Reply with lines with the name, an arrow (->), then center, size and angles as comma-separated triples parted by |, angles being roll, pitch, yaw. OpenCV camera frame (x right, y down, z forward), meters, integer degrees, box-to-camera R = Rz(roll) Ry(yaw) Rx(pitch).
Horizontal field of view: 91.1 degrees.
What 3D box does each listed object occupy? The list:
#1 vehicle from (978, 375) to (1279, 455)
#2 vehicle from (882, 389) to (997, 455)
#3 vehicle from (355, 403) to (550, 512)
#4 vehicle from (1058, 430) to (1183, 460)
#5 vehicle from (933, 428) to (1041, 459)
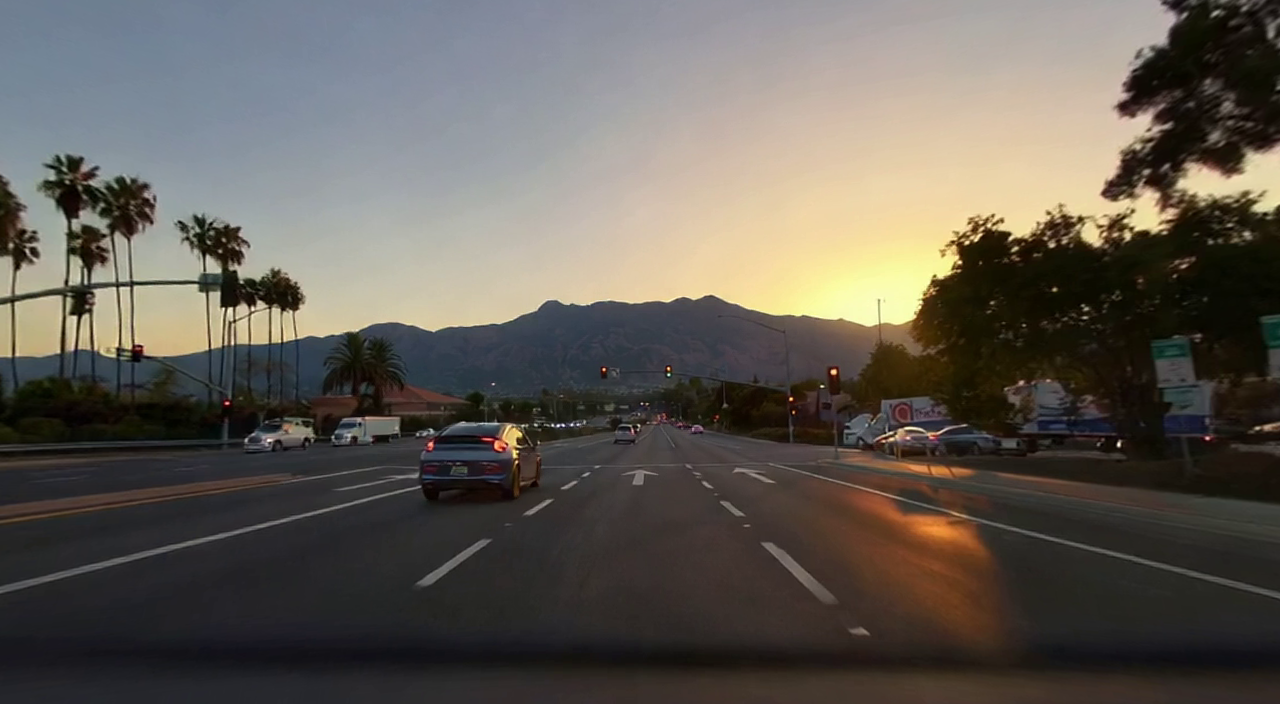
vehicle -> 30.272, 3.951, 38.354 | 16.628, 4.605, 3.321 | -1, -8, 6
vehicle -> 18.487, 4.419, 39.109 | 5.512, 3.865, 3.002 | -1, -10, 5
vehicle -> -3.323, 2.018, 12.331 | 2.287, 1.712, 4.537 | 0, -8, 2
vehicle -> 26.444, 5.152, 34.693 | 4.992, 1.579, 2.193 | 0, -8, 2
vehicle -> 19.318, 5.104, 35.091 | 4.769, 1.638, 2.091 | 0, -8, 2
